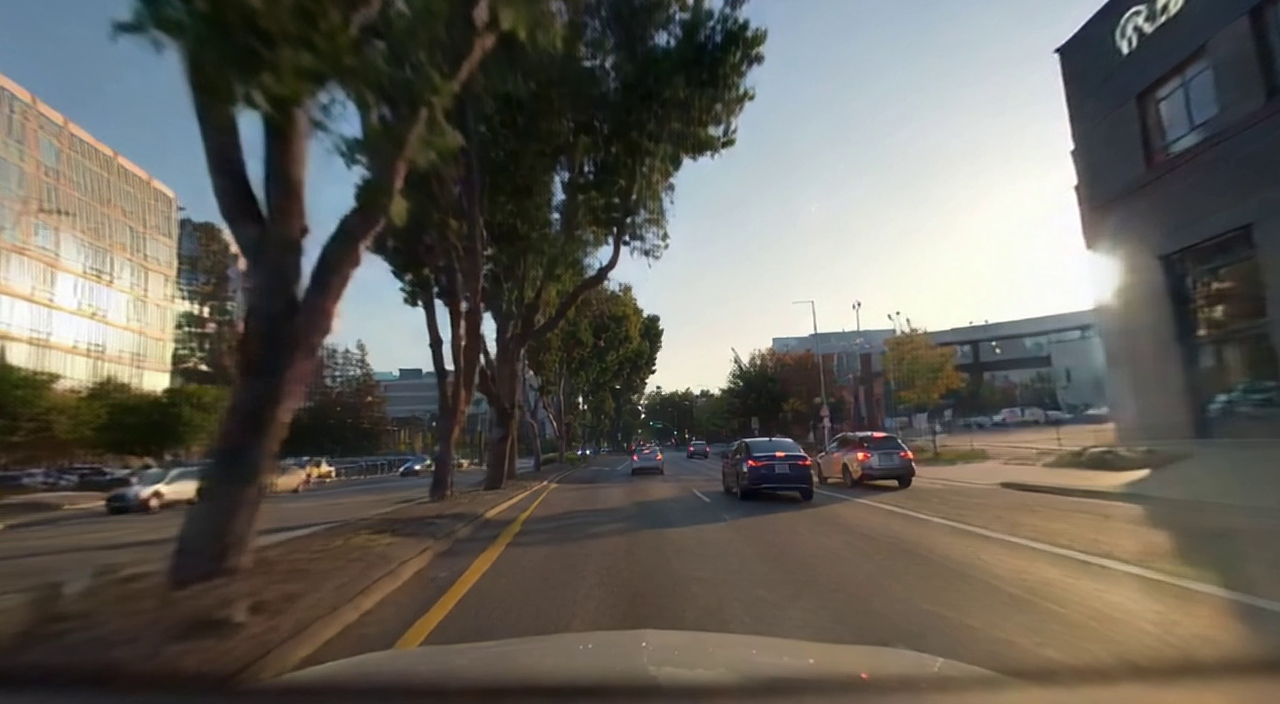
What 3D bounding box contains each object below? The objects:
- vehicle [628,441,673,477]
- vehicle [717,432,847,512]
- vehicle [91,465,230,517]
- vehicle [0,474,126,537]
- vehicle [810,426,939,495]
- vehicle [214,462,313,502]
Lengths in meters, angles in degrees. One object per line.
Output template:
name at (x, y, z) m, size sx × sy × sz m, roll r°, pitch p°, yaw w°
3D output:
vehicle at (0.441, 5.337, 31.783) m, size 2.125 × 1.669 × 3.880 m, roll 0°, pitch -8°, yaw -1°
vehicle at (3.142, 2.762, 15.089) m, size 1.931 × 1.591 × 4.708 m, roll 0°, pitch -8°, yaw -1°
vehicle at (-18.766, 5.427, 24.985) m, size 2.049 × 1.678 × 4.376 m, roll 0°, pitch -8°, yaw 0°
vehicle at (-18.693, 4.676, 19.599) m, size 1.786 × 1.523 × 4.309 m, roll 0°, pitch -8°, yaw -1°
vehicle at (6.801, 3.200, 18.964) m, size 1.963 × 1.783 × 4.722 m, roll 0°, pitch -8°, yaw -1°
vehicle at (-18.606, 6.417, 31.449) m, size 1.956 × 1.647 × 4.643 m, roll 0°, pitch -8°, yaw 1°
